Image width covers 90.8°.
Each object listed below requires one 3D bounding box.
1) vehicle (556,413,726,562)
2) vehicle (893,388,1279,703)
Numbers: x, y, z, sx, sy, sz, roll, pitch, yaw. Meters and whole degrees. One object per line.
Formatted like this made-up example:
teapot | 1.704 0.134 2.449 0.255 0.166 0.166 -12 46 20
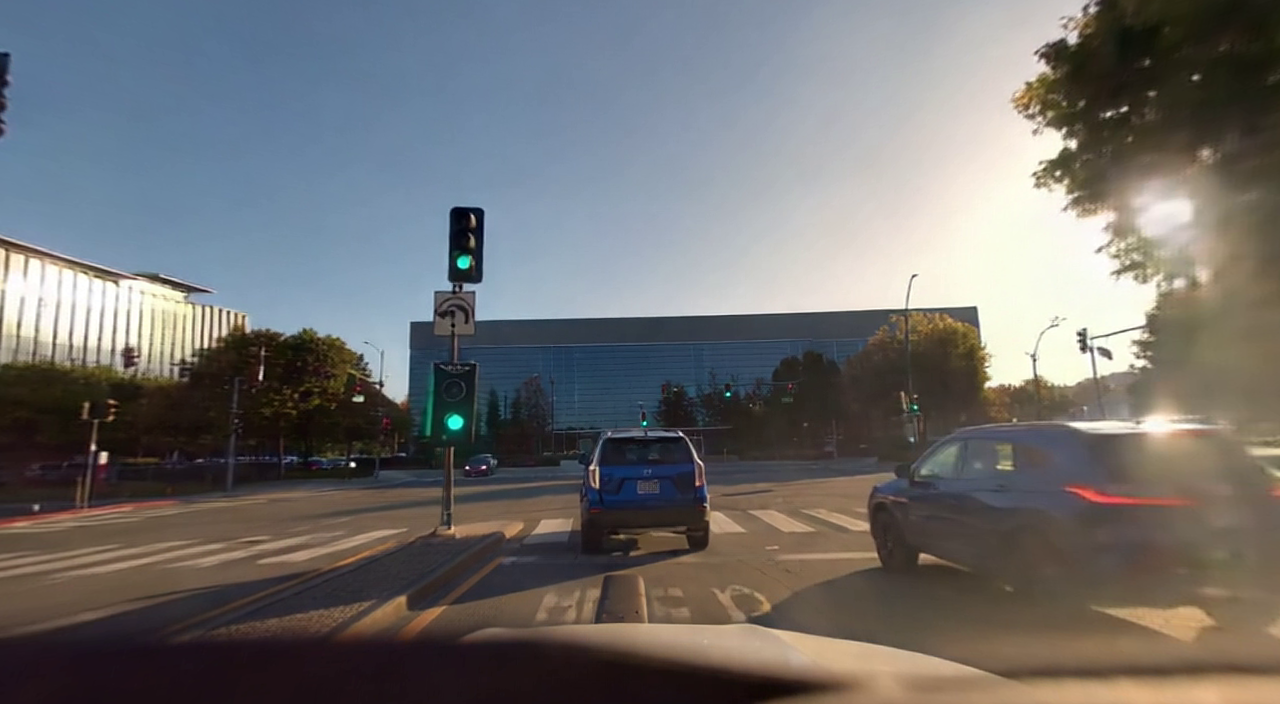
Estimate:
vehicle | -0.063 1.963 9.869 2.085 1.807 4.038 0 -8 -2
vehicle | 3.586 1.173 4.189 1.899 1.572 4.425 0 -9 -1
